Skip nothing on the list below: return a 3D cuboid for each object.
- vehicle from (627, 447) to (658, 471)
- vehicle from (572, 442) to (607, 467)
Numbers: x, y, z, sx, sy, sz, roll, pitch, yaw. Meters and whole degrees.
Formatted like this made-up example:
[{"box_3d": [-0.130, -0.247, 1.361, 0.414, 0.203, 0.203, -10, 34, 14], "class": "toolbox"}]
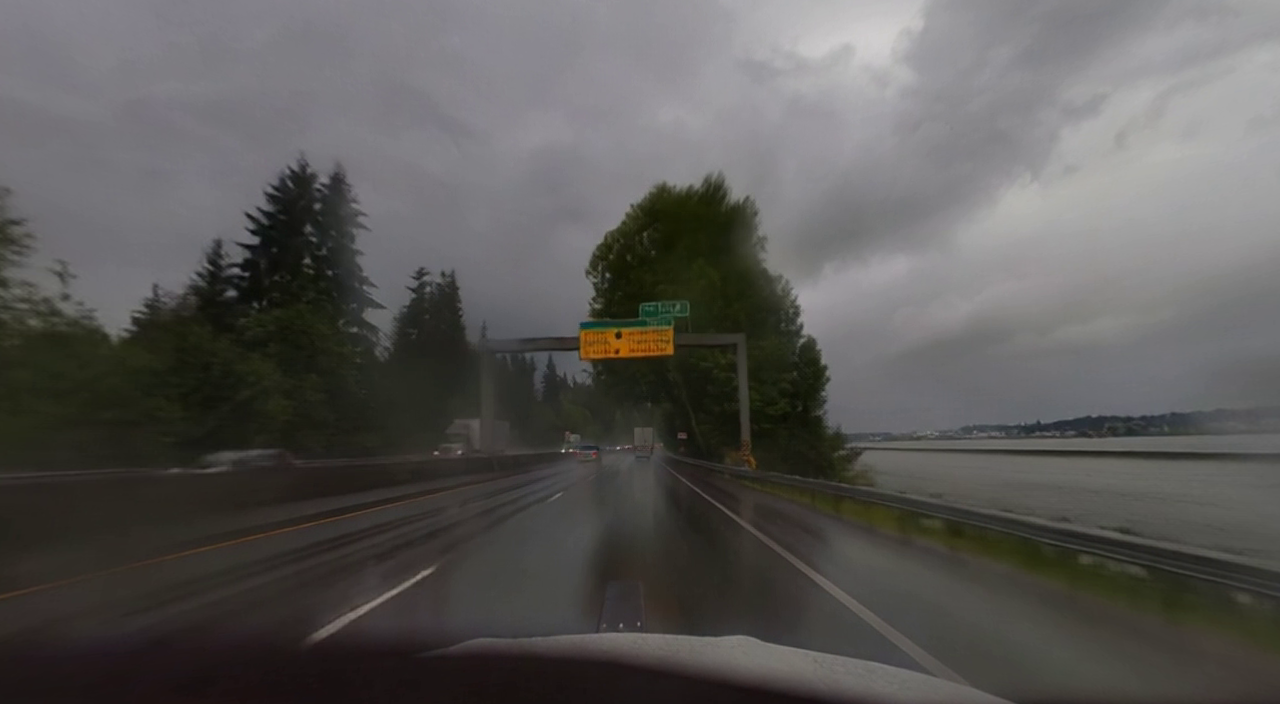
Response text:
[{"box_3d": [0.150, 6.714, 39.686, 1.853, 1.436, 3.438, 0, -9, 0], "class": "vehicle"}, {"box_3d": [-3.644, 7.533, 46.268, 2.097, 1.722, 4.808, 0, -9, 1], "class": "vehicle"}]
